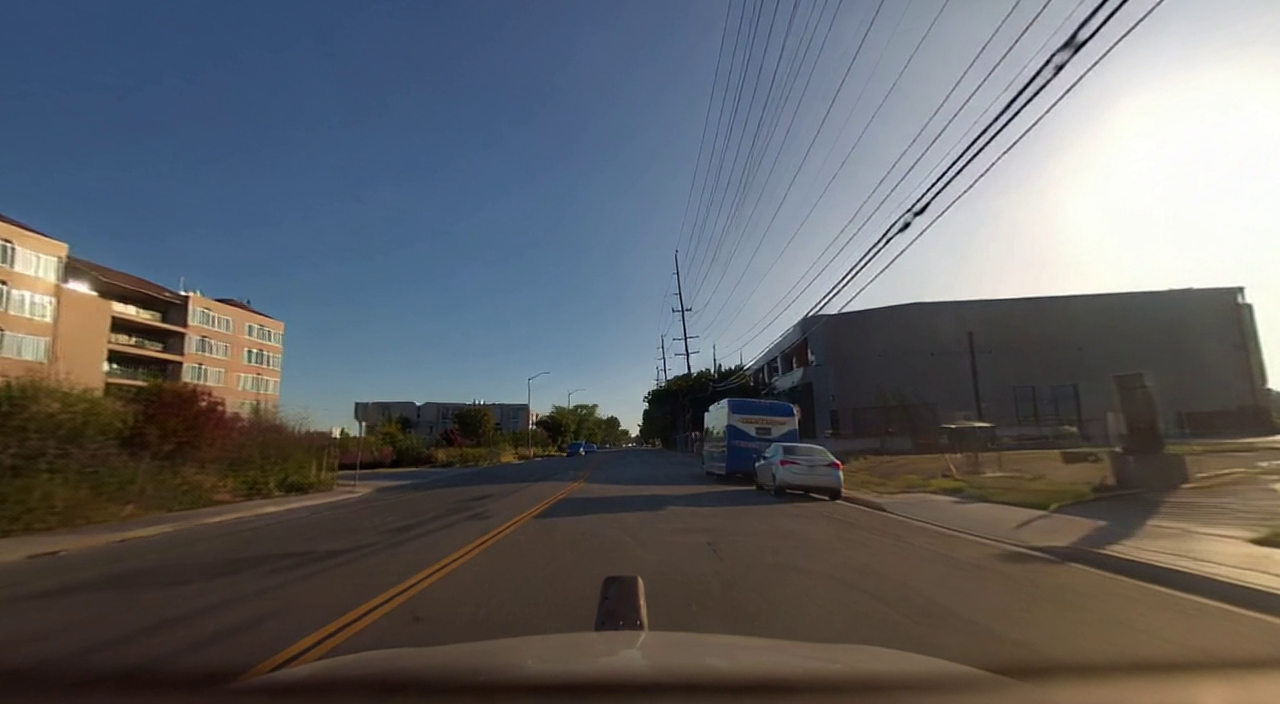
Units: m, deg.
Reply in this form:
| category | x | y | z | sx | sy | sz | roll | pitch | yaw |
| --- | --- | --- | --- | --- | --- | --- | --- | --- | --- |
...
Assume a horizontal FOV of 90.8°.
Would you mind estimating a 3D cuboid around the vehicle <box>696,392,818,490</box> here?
| category | x | y | z | sx | sy | sz | roll | pitch | yaw |
| --- | --- | --- | --- | --- | --- | --- | --- | --- | --- |
| vehicle | 4.272 | 3.606 | 25.409 | 3.110 | 3.241 | 8.788 | 0 | -9 | -1 |

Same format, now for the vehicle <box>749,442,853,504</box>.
| category | x | y | z | sx | sy | sz | roll | pitch | yaw |
| --- | --- | --- | --- | --- | --- | --- | --- | --- | --- |
| vehicle | 4.419 | 3.353 | 17.925 | 1.852 | 1.497 | 3.672 | -2 | -8 | -2 |
